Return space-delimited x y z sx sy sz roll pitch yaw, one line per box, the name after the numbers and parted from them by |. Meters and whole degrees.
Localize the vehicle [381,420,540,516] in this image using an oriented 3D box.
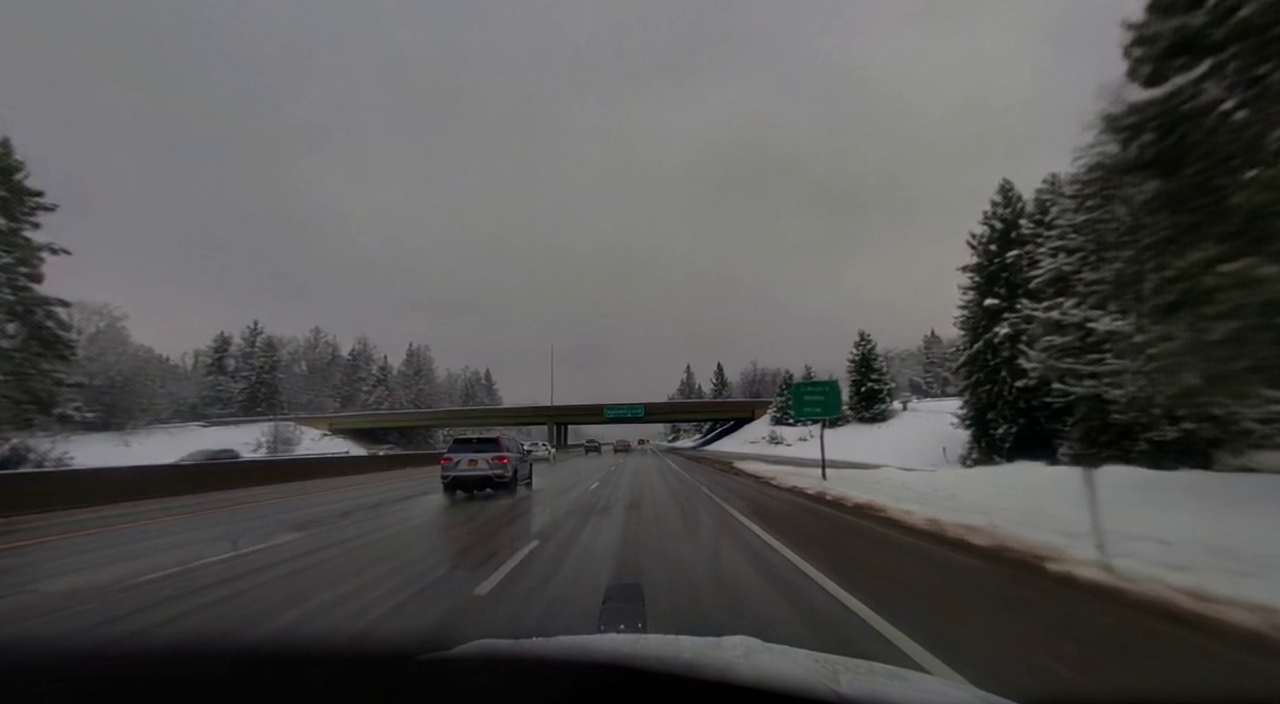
-3.588 2.413 13.560 2.048 1.705 4.384 0 -8 1 | vehicle

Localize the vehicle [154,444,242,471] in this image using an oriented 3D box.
-26.527 6.349 37.925 1.889 1.504 4.666 0 -8 1 | vehicle
